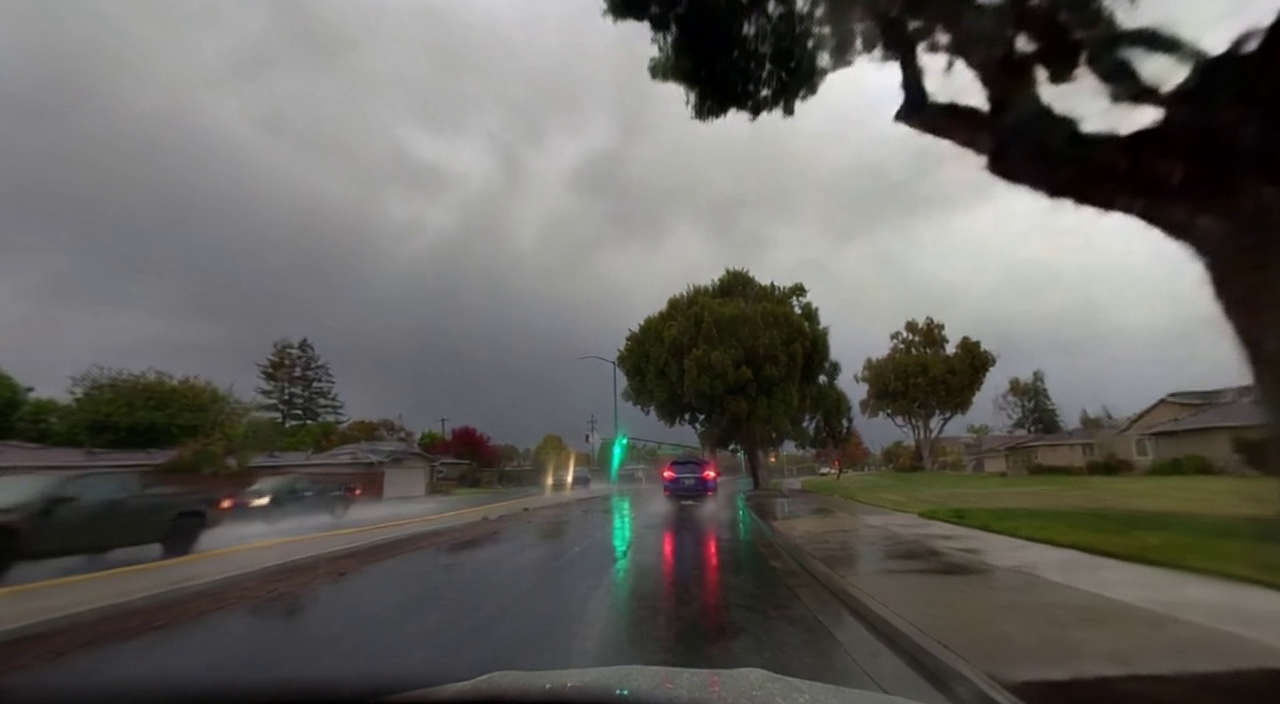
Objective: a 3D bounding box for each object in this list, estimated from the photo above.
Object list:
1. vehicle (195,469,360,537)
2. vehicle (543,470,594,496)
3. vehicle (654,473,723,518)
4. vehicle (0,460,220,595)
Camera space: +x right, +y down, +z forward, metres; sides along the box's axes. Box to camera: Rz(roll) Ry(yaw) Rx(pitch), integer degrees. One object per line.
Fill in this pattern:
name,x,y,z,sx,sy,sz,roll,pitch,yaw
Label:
vehicle,-10.297,4.295,18.402,1.856,1.569,4.572,-5,-11,5
vehicle,-5.184,9.576,46.336,2.066,1.744,4.771,-4,-11,14
vehicle,1.752,4.723,21.129,1.972,1.250,5.282,-1,-11,8
vehicle,-8.196,2.277,8.447,1.870,1.518,4.390,-3,-11,4
